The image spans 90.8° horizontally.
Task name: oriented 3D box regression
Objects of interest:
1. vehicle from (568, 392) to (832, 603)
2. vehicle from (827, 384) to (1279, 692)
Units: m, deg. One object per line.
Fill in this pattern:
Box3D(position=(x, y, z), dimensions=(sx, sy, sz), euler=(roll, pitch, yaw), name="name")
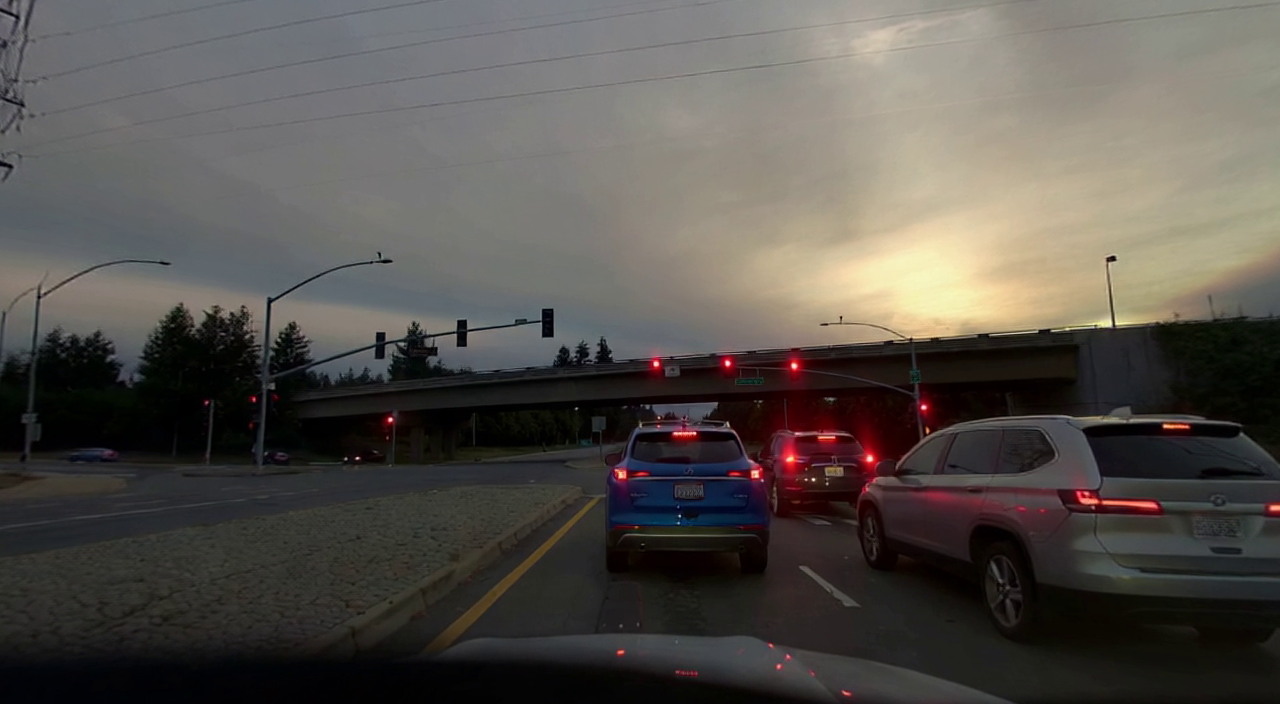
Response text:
Box3D(position=(0.455, 1.557, 7.616), dimensions=(2.240, 1.778, 4.335), euler=(0, -8, -1), name="vehicle")
Box3D(position=(3.411, 1.341, 5.785), dimensions=(1.990, 1.649, 4.625), euler=(0, -8, 0), name="vehicle")
